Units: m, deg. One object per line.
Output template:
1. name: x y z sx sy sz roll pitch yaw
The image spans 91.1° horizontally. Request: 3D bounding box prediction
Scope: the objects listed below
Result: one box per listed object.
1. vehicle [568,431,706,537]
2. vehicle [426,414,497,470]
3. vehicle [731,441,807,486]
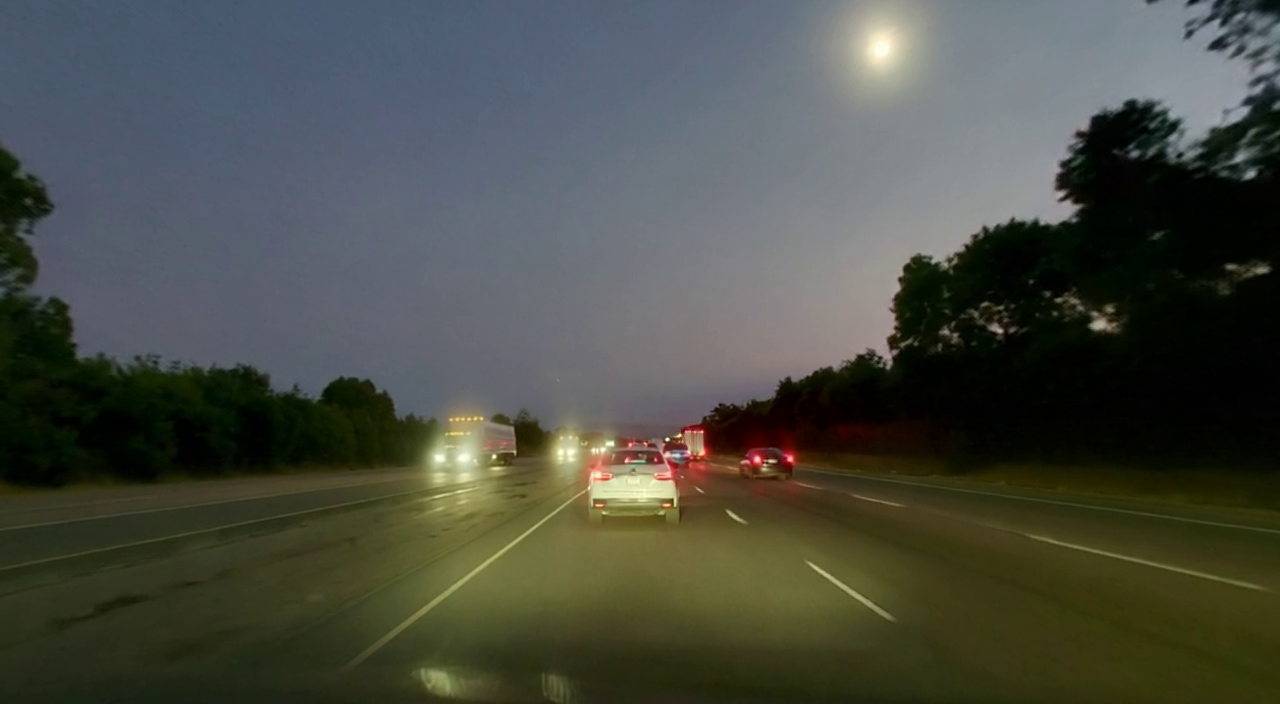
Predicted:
1. vehicle: -0.084 2.300 11.481 2.088 1.580 3.657 0 -9 -1
2. vehicle: -13.245 6.805 47.265 3.152 3.893 6.812 -1 -9 1
3. vehicle: 4.676 4.114 23.445 1.931 1.516 3.995 0 -9 -1
